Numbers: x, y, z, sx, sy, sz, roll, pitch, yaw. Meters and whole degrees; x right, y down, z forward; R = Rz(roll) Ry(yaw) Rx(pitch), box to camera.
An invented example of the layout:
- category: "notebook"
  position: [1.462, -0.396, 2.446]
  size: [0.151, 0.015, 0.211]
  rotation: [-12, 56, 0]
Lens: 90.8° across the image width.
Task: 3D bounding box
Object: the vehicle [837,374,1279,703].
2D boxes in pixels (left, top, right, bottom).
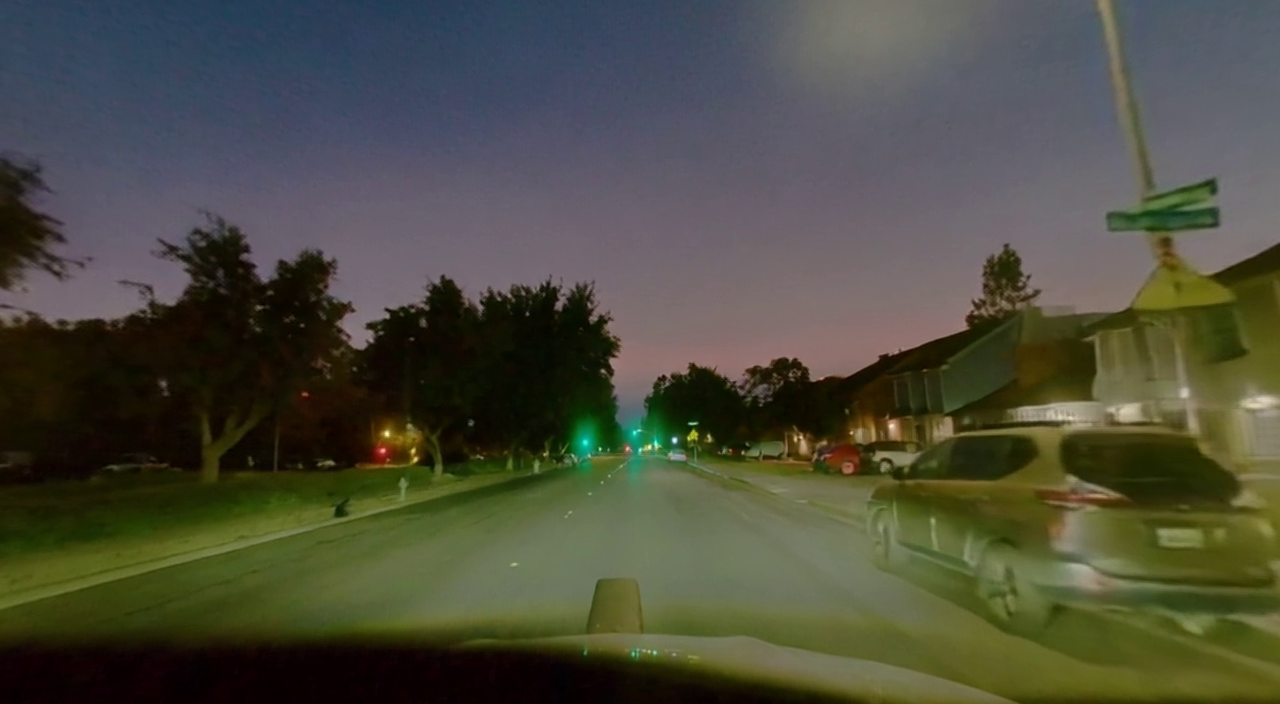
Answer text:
- category: "vehicle"
  position: [3.460, 1.413, 5.659]
  size: [1.949, 1.807, 4.224]
  rotation: [4, -9, -1]
